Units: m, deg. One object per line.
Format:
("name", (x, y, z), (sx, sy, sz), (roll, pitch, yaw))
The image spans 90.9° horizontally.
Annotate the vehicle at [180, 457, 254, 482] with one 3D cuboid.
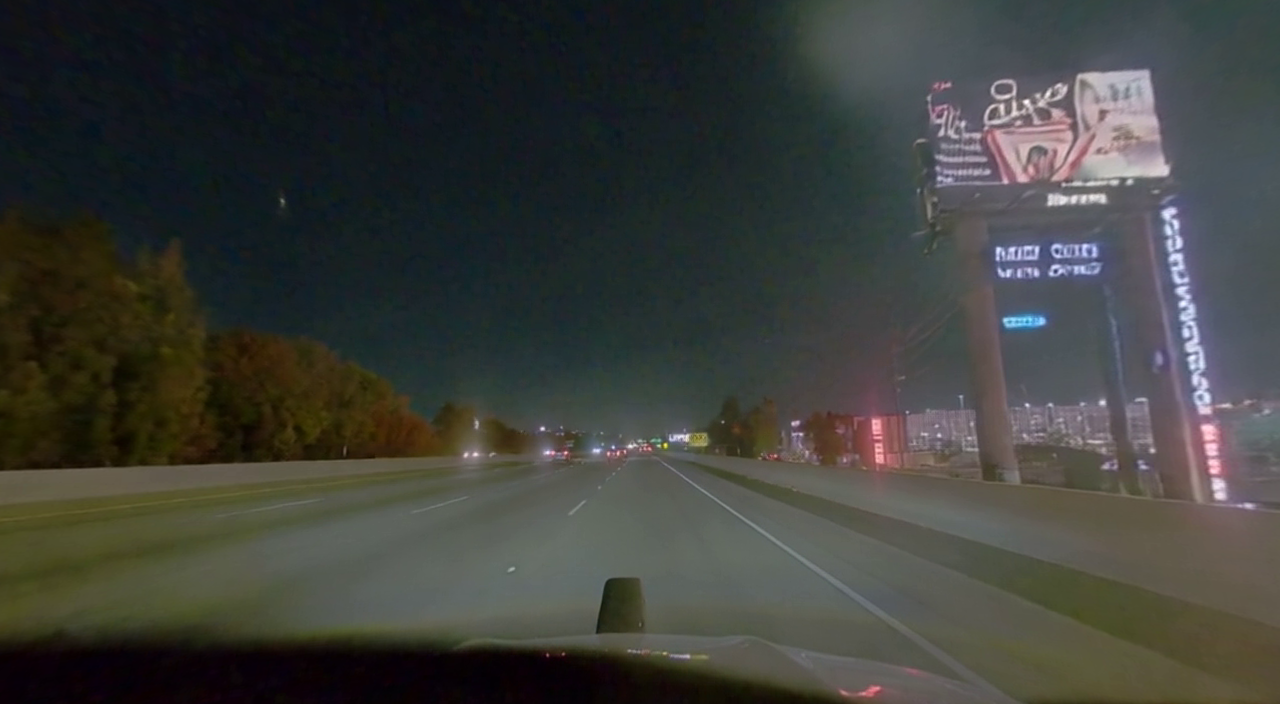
("vehicle", (-28.313, 7.857, 42.393), (1.790, 1.436, 4.611), (0, -9, 1))
